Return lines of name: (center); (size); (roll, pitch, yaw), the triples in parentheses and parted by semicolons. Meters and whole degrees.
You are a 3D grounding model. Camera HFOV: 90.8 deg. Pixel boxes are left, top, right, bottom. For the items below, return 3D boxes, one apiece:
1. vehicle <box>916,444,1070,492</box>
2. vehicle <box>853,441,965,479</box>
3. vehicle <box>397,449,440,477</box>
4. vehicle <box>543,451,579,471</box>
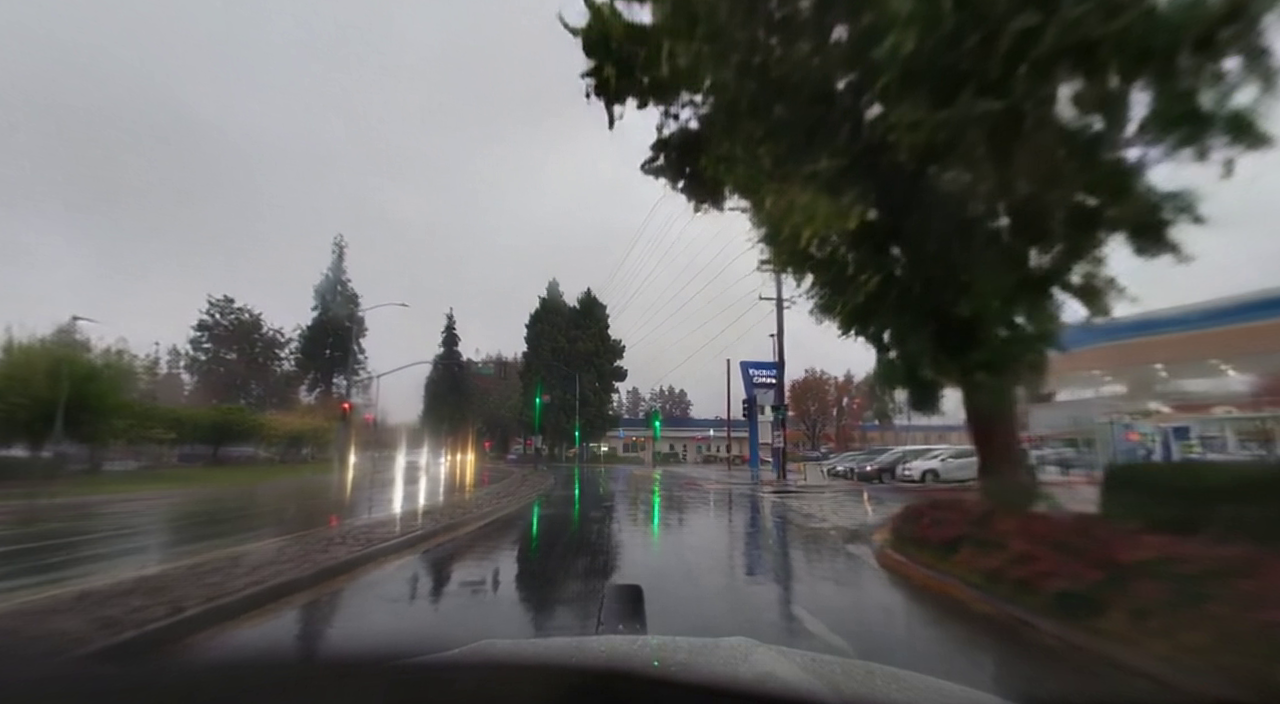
vehicle: (14.086, 4.641, 25.467); (4.996, 1.720, 2.027); (0, -5, 2)
vehicle: (13.167, 5.311, 31.193); (4.444, 1.815, 2.239); (0, -9, 1)
vehicle: (-13.417, 6.709, 38.462); (1.918, 1.628, 4.011); (2, -9, -12)
vehicle: (-6.196, 8.445, 49.099); (2.094, 1.500, 3.682); (3, -9, -18)
